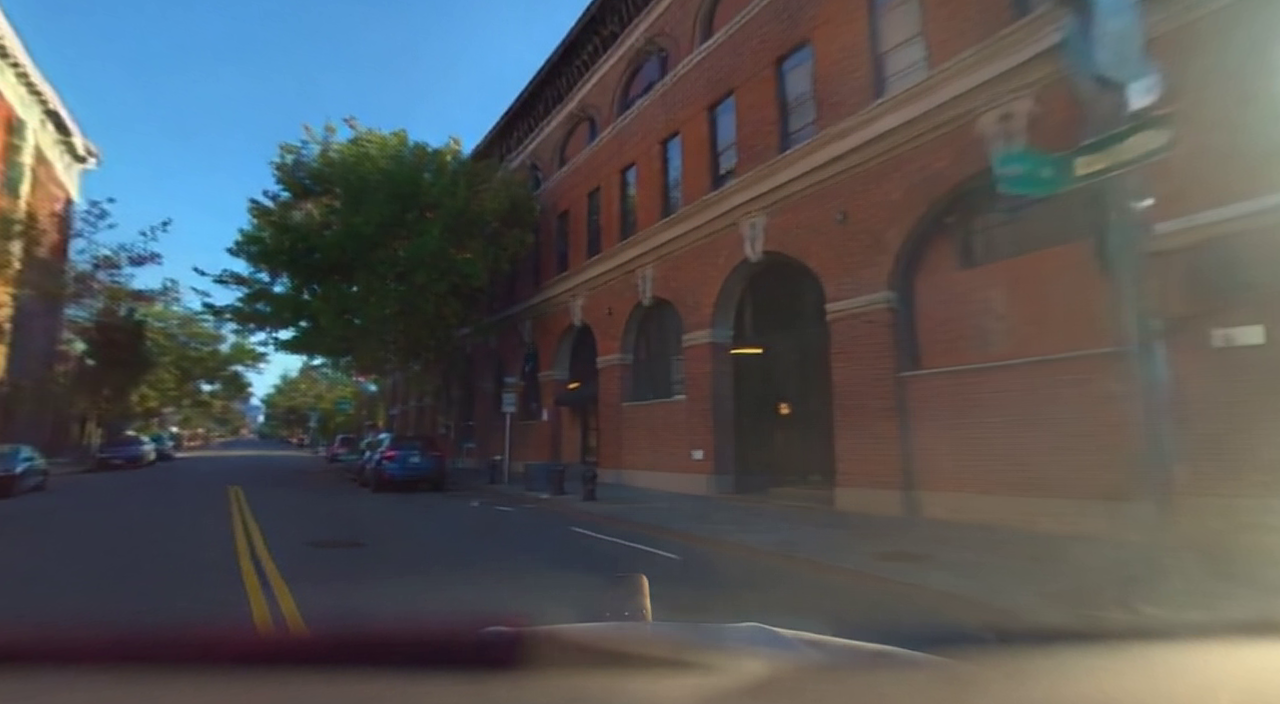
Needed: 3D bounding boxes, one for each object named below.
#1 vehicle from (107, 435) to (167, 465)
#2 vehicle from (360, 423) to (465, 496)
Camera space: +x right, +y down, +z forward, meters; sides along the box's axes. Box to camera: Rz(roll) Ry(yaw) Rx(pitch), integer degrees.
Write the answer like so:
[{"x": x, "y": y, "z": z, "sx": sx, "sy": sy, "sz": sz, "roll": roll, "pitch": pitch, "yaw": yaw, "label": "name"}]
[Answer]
[{"x": -26.927, "y": 5.248, "z": 33.873, "sx": 1.934, "sy": 1.478, "sz": 4.180, "roll": 4, "pitch": -9, "yaw": -31, "label": "vehicle"}, {"x": -6.721, "y": 3.063, "z": 18.334, "sx": 1.953, "sy": 1.804, "sz": 4.518, "roll": 5, "pitch": -10, "yaw": -31, "label": "vehicle"}]
